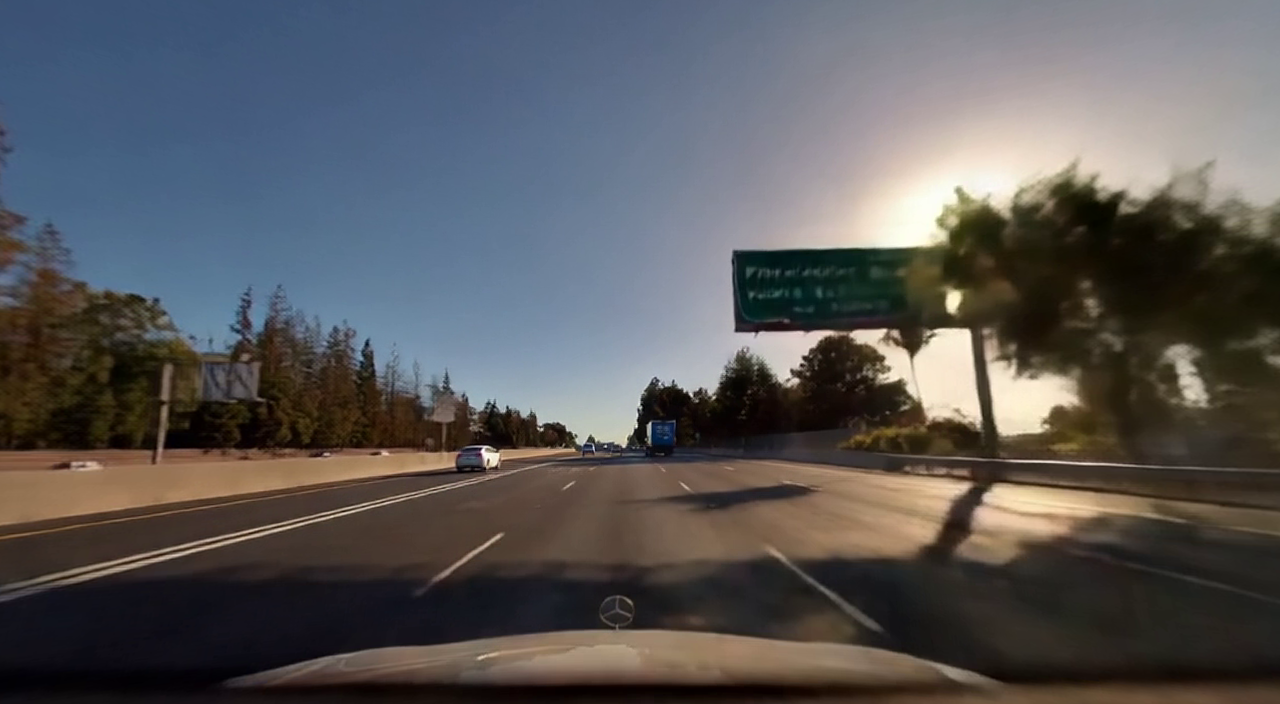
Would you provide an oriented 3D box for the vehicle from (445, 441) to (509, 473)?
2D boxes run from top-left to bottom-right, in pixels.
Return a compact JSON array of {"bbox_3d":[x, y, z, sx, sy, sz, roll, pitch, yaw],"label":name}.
[{"bbox_3d":[-8.104,5.267,31.886,2.033,1.494,4.508,0,-8,0],"label":"vehicle"}]
